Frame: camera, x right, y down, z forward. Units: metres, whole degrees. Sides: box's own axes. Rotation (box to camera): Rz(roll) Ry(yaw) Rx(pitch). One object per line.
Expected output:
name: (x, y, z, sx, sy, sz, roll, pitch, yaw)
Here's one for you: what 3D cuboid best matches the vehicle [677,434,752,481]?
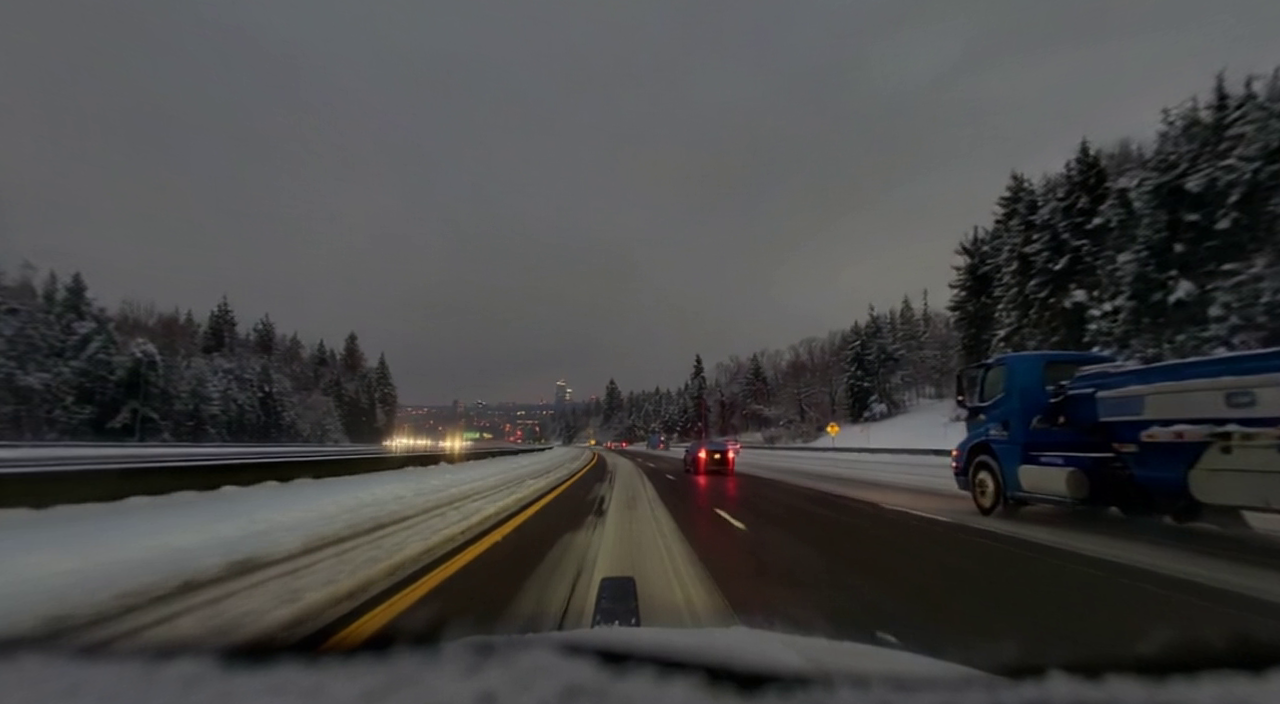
vehicle: (2.915, 4.248, 25.775, 2.305, 1.729, 4.526, 1, -8, -2)
